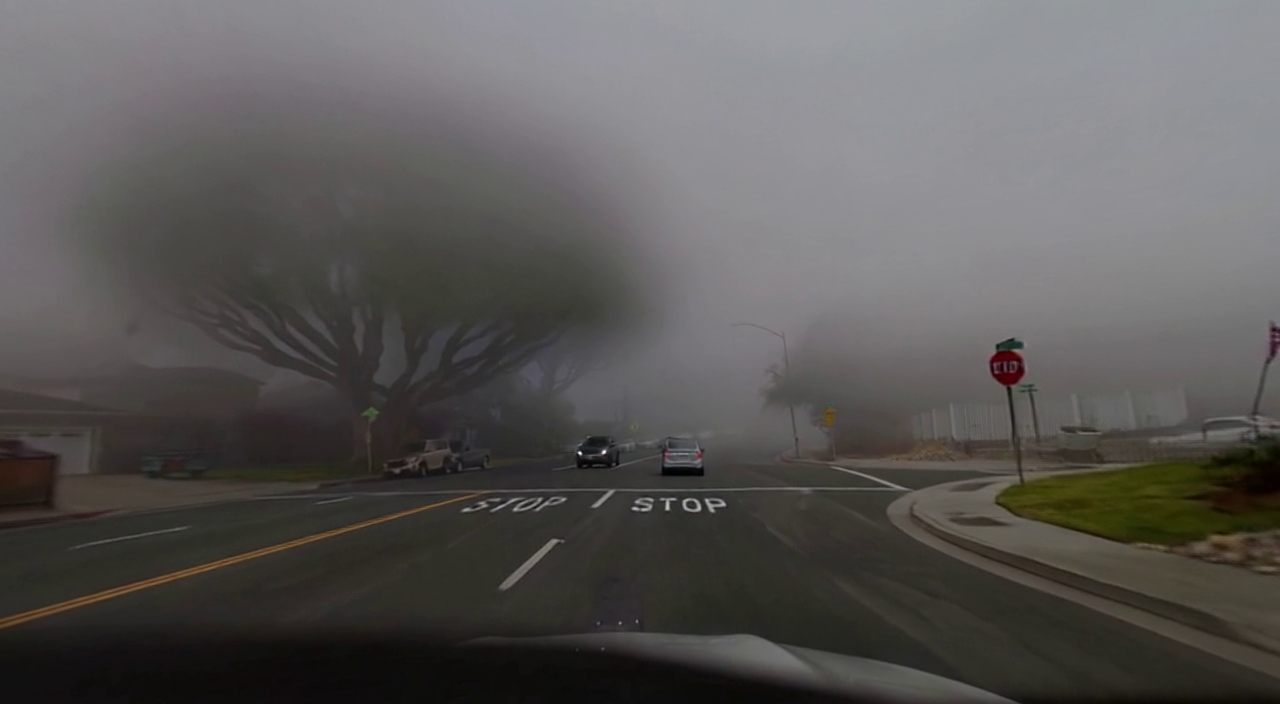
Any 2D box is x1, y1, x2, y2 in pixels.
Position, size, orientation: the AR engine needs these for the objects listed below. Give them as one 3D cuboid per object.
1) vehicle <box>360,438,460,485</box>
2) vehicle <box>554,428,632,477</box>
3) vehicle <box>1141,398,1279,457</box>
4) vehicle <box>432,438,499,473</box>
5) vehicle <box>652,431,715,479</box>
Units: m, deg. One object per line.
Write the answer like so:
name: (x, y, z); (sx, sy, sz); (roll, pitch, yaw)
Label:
vehicle: (-11.328, 5.374, 31.607); (2.191, 1.980, 5.888); (-5, -8, 8)
vehicle: (-1.661, 3.848, 24.194); (2.178, 1.695, 4.339); (-1, -9, 7)
vehicle: (19.117, 2.376, 19.542); (4.989, 1.564, 2.007); (-3, -13, 11)
vehicle: (-10.238, 6.138, 37.311); (2.076, 1.864, 4.730); (-4, -10, 8)
vehicle: (1.595, 3.541, 21.777); (1.955, 1.459, 4.383); (-1, -9, 7)
